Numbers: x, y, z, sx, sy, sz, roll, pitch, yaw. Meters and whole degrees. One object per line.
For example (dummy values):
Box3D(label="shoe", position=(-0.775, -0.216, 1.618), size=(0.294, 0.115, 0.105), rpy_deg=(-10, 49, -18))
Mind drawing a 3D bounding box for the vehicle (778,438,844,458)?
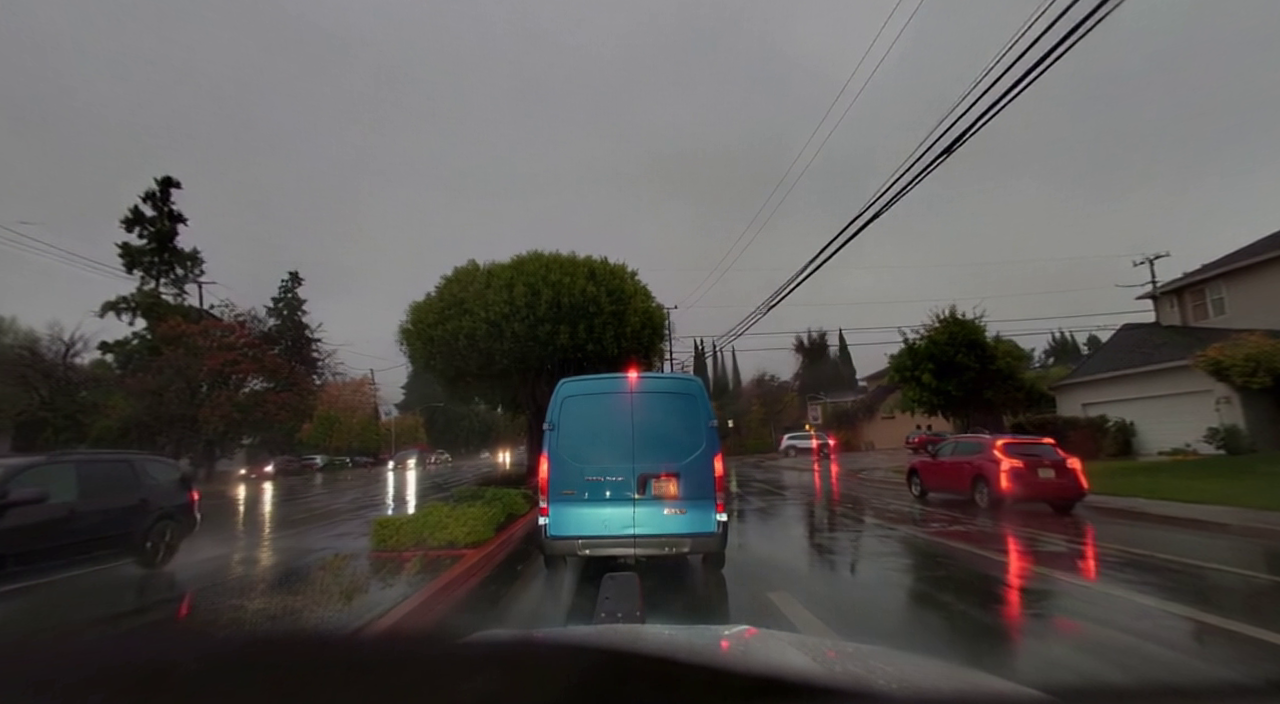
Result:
Box3D(label="vehicle", position=(12.964, 7.304, 48.144), size=(4.483, 1.463, 1.805), rpy_deg=(0, -9, -1))

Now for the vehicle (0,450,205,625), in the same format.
Box3D(label="vehicle", position=(-7.415, 1.980, 7.088), size=(1.997, 1.724, 4.417), rpy_deg=(0, -9, -2))

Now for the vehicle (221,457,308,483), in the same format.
Box3D(label="vehicle", position=(-27.249, 8.552, 45.961), size=(4.972, 1.776, 2.057), rpy_deg=(0, -9, -1))

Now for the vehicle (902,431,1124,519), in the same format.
Box3D(label="vehicle", position=(7.350, 2.444, 13.074), size=(1.883, 1.504, 4.220), rpy_deg=(0, -9, -2))

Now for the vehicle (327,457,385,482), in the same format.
Box3D(label="vehicle", position=(-18.333, 7.616, 41.035), size=(1.816, 1.445, 4.120), rpy_deg=(0, -9, 0))

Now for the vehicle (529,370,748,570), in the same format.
Box3D(label="vehicle", position=(-0.094, 1.616, 9.289), size=(2.342, 2.142, 4.809), rpy_deg=(0, -9, -2))
